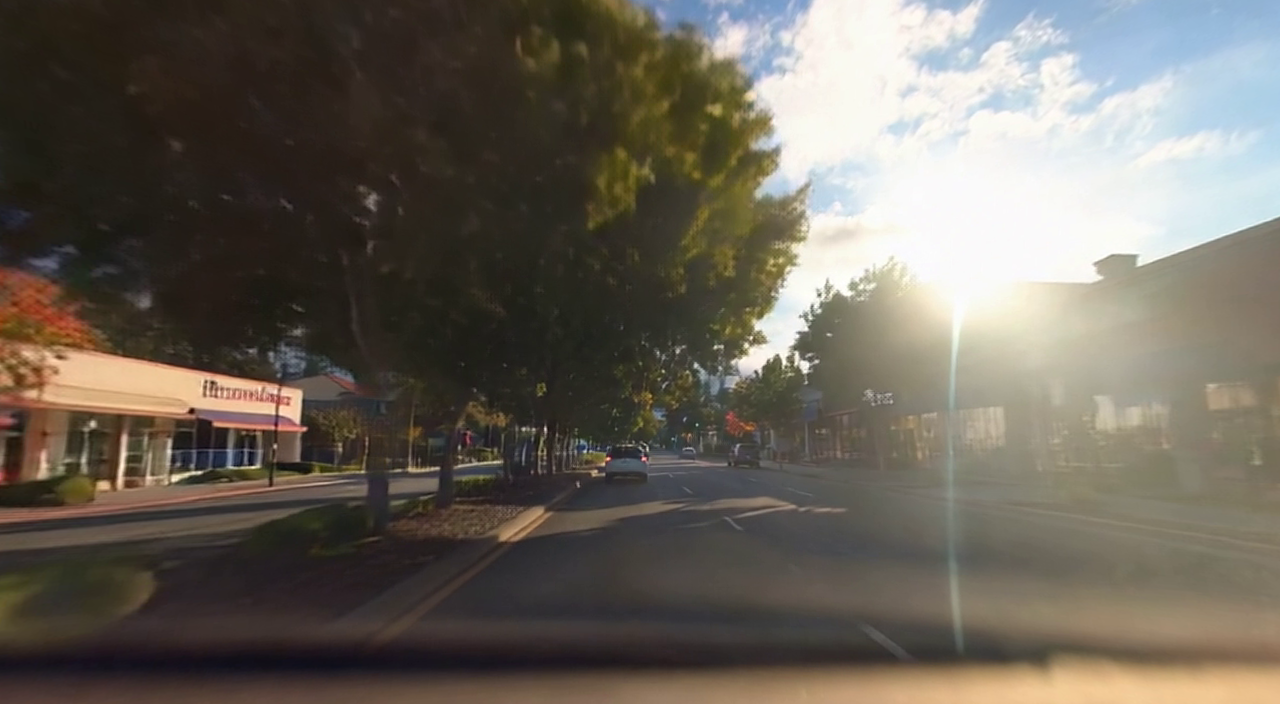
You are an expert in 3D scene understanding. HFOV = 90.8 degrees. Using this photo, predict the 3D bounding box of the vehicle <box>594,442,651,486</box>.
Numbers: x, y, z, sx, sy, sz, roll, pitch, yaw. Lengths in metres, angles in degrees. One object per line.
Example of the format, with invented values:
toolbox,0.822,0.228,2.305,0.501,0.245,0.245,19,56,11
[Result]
vehicle,-0.640,4.211,23.964,2.006,1.487,3.535,0,-9,-1

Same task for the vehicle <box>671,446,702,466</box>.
vehicle,3.471,7.861,47.843,1.910,1.474,4.003,0,-9,-2
